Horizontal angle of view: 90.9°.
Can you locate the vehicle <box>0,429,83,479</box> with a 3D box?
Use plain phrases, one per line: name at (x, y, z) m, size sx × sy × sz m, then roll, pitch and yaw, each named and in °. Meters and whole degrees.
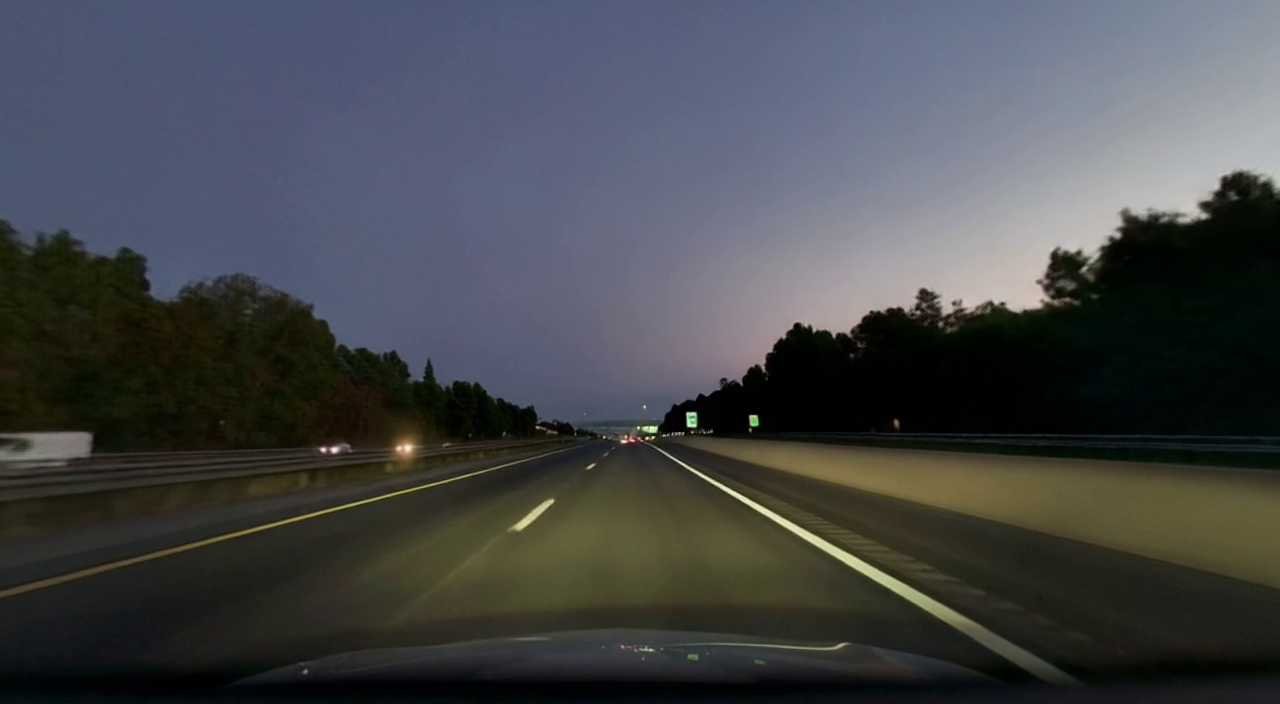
vehicle at (-29.877, 4.745, 29.537) m, size 2.218 × 2.231 × 5.714 m, roll 0°, pitch -8°, yaw -1°
